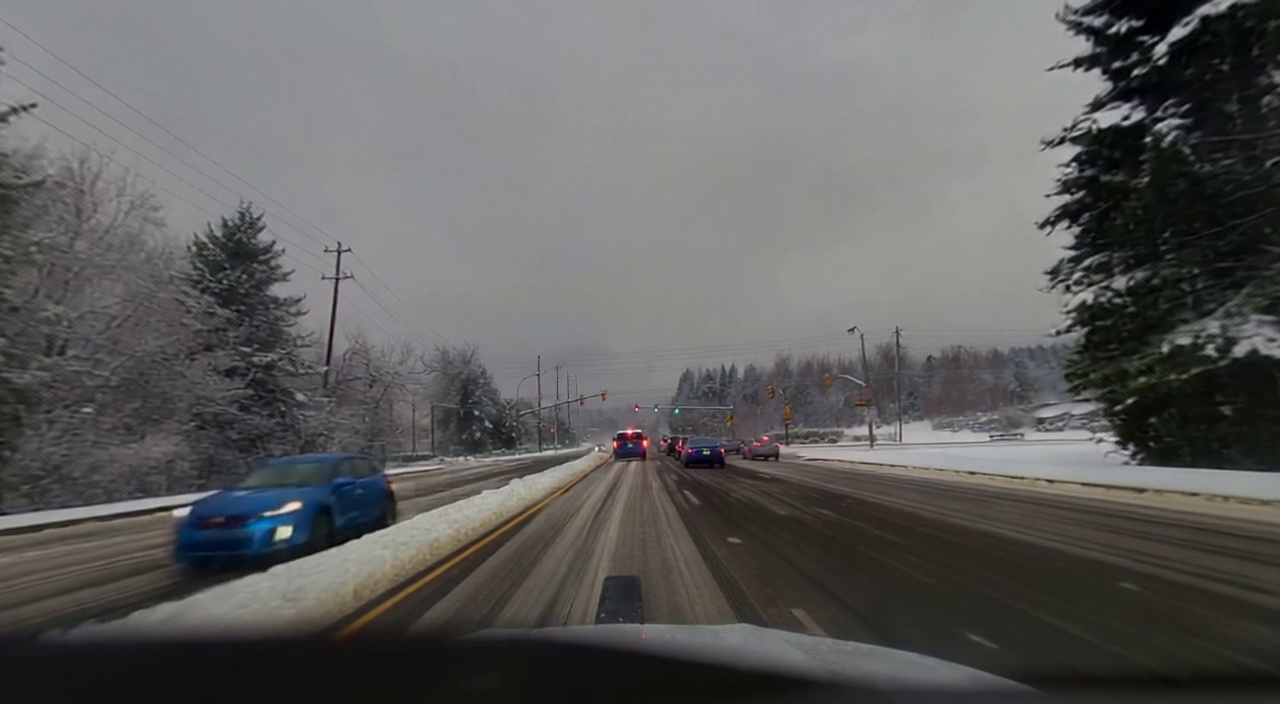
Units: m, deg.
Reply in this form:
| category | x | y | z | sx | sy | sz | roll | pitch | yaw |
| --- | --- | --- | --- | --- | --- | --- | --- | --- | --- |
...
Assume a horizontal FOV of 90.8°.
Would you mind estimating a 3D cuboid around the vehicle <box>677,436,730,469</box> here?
| category | x | y | z | sx | sy | sz | roll | pitch | yaw |
| --- | --- | --- | --- | --- | --- | --- | --- | --- | --- |
| vehicle | 2.970 | 4.830 | 30.607 | 1.984 | 1.462 | 4.513 | 0 | -8 | -2 |

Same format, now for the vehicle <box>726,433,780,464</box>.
| category | x | y | z | sx | sy | sz | roll | pitch | yaw |
| --- | --- | --- | --- | --- | --- | --- | --- | --- | --- |
| vehicle | 6.508 | 5.615 | 36.974 | 2.198 | 1.678 | 4.419 | 0 | -8 | -2 |

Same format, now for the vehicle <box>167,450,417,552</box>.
| category | x | y | z | sx | sy | sz | roll | pitch | yaw |
| --- | --- | --- | --- | --- | --- | --- | --- | --- | --- |
| vehicle | -6.065 | 2.606 | 11.819 | 2.157 | 1.483 | 4.397 | 0 | -8 | 0 |

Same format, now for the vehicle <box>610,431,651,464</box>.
| category | x | y | z | sx | sy | sz | roll | pitch | yaw |
| --- | --- | --- | --- | --- | --- | --- | --- | --- | --- |
| vehicle | -0.563 | 5.659 | 37.496 | 2.300 | 1.821 | 4.254 | 0 | -8 | -1 |
